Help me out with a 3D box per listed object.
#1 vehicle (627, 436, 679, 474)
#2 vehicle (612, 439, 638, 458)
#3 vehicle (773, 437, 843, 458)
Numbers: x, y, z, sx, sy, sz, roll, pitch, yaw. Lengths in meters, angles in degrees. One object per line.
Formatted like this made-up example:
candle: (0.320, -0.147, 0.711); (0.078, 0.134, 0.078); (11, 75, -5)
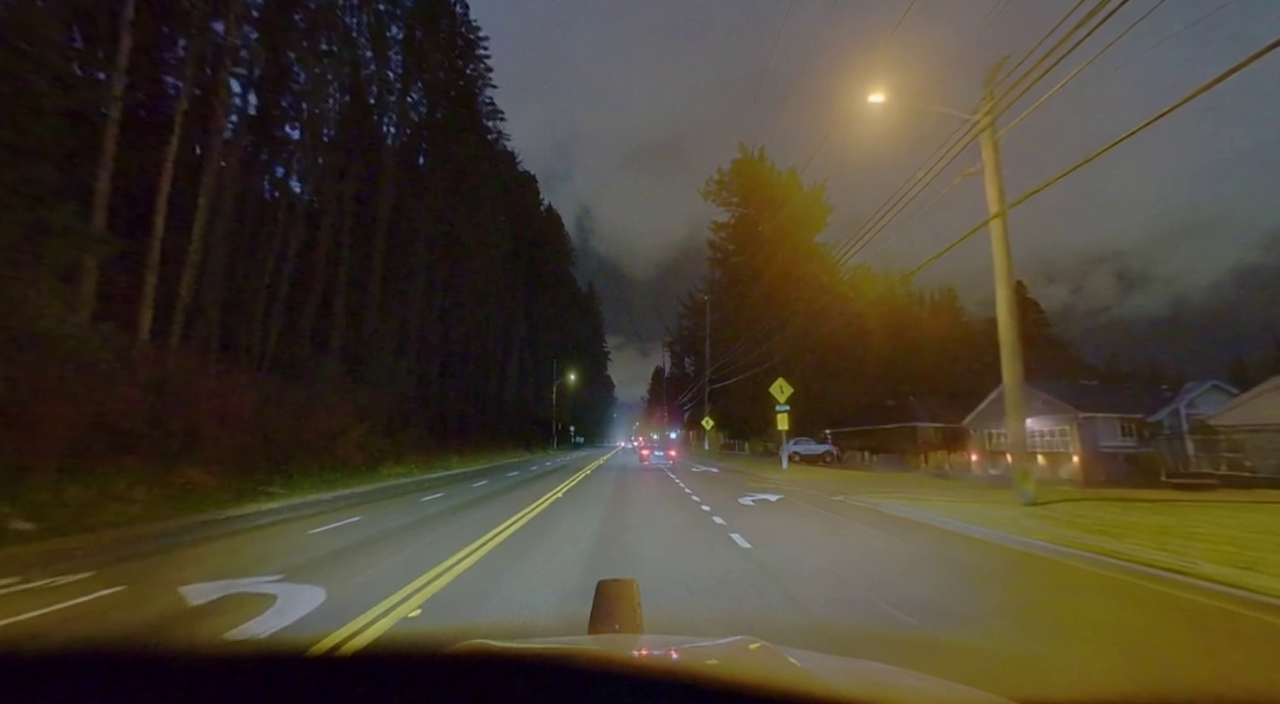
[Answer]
vehicle: (0.465, 4.345, 26.773); (1.975, 1.497, 3.647); (0, -8, -3)
vehicle: (-1.153, 7.573, 49.342); (1.927, 1.453, 3.848); (0, -8, -1)
vehicle: (12.244, 6.983, 46.051); (4.551, 1.465, 1.927); (0, -8, 1)
